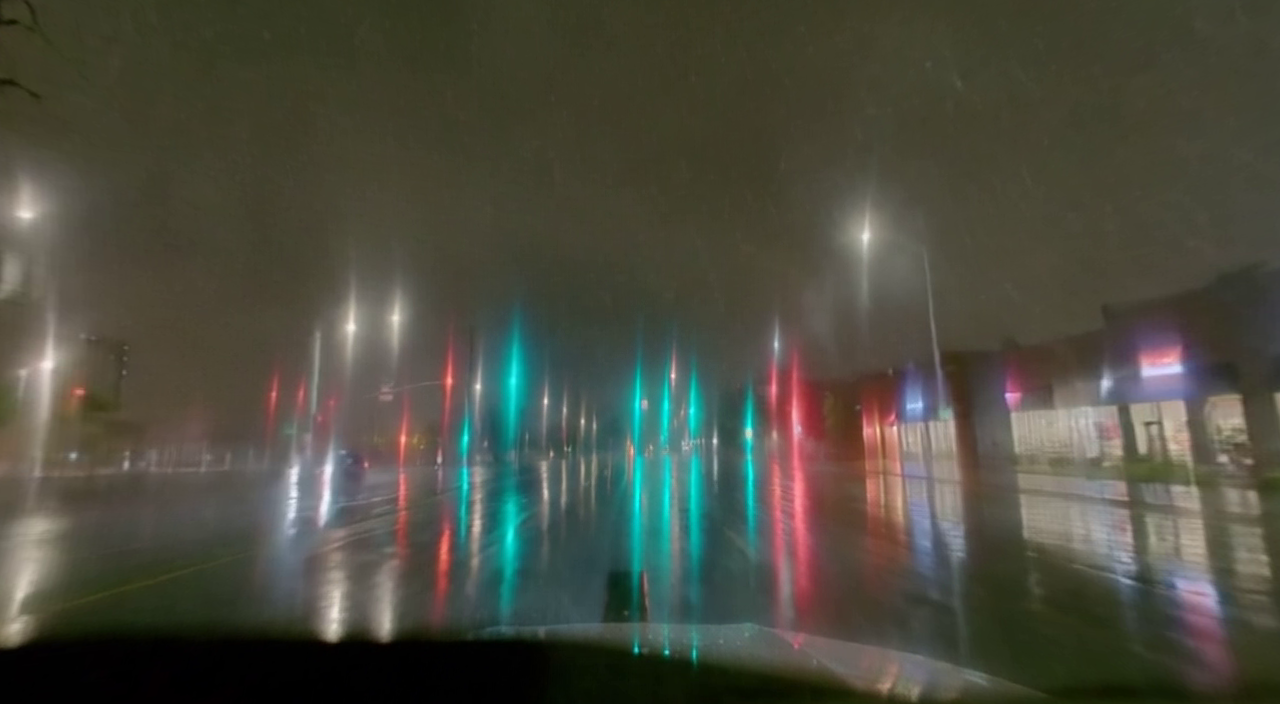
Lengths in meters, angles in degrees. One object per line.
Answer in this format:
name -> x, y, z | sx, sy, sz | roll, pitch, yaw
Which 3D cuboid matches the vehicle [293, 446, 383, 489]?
vehicle -> -14.719, 5.624, 31.119 | 2.208, 1.924, 5.018 | 0, -9, -4
